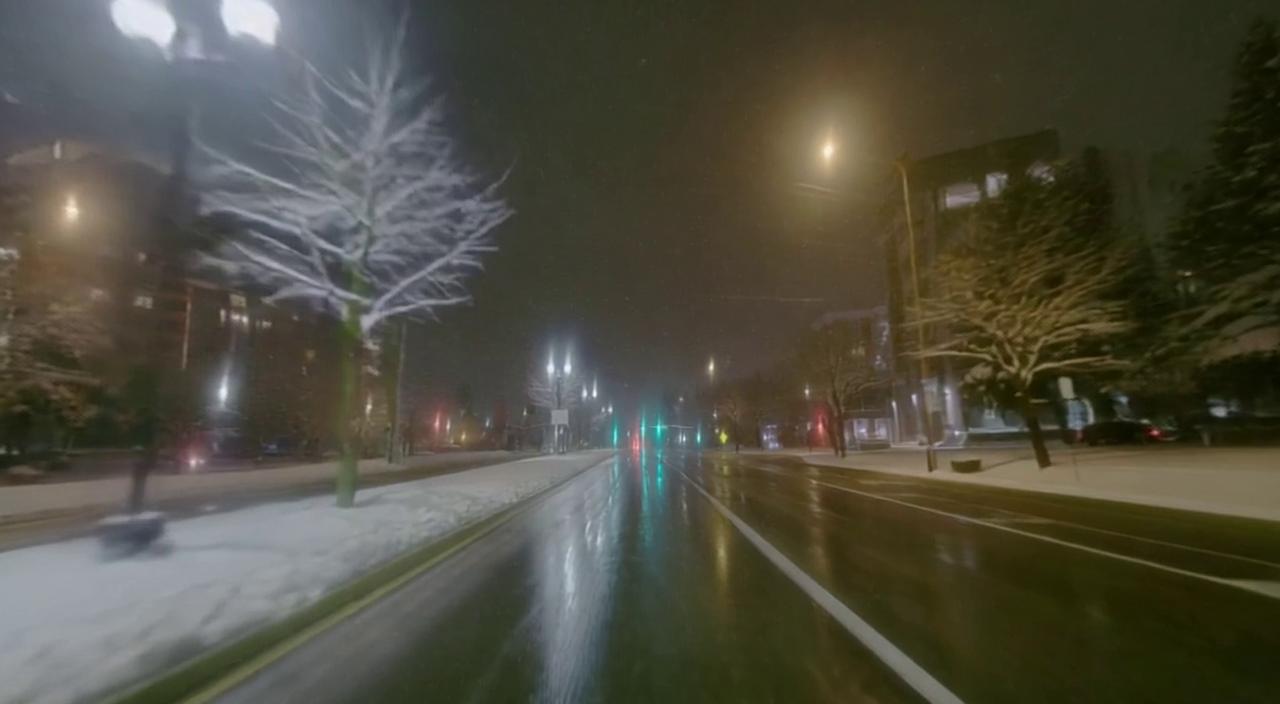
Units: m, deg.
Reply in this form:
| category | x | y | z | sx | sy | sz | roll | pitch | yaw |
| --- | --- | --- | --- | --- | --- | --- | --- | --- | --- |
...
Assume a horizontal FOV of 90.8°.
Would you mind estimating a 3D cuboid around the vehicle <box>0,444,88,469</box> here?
| category | x | y | z | sx | sy | sz | roll | pitch | yaw |
| --- | --- | --- | --- | --- | --- | --- | --- | --- | --- |
| vehicle | -38.611 | 6.771 | 41.085 | 1.913 | 1.545 | 4.055 | 1 | -8 | -4 |
